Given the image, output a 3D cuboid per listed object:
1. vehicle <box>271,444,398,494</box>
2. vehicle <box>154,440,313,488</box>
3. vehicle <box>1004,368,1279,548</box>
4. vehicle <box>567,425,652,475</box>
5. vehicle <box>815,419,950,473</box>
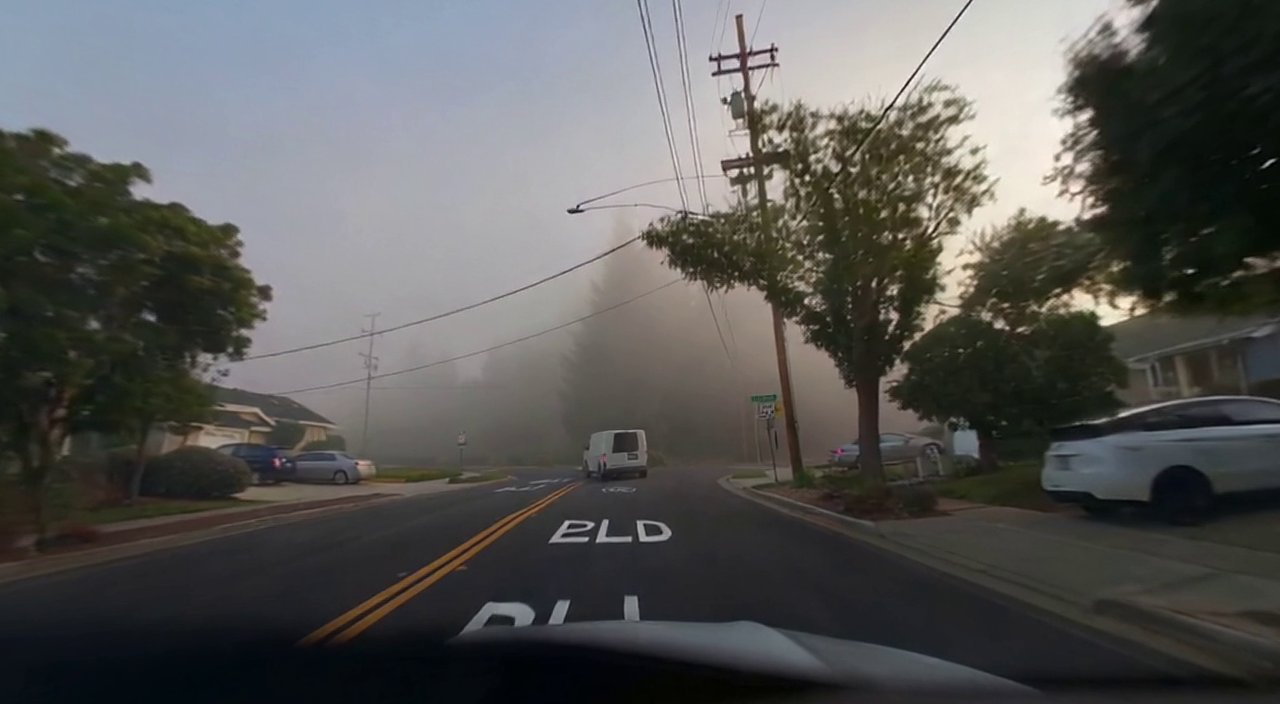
[{"bbox_3d":[-13.483,5.231,28.141,4.550,1.655,2.143,-5,-15,-1],"label":"vehicle"},{"bbox_3d":[-16.282,4.500,25.532,4.881,1.828,2.111,0,-9,-2],"label":"vehicle"},{"bbox_3d":[8.243,1.356,9.114,4.584,1.817,2.018,-8,-8,-5],"label":"vehicle"},{"bbox_3d":[-2.233,6.641,43.030,2.929,3.058,7.559,5,-10,-26],"label":"vehicle"},{"bbox_3d":[10.044,3.967,26.503,4.658,1.536,2.090,-8,-11,1],"label":"vehicle"}]
